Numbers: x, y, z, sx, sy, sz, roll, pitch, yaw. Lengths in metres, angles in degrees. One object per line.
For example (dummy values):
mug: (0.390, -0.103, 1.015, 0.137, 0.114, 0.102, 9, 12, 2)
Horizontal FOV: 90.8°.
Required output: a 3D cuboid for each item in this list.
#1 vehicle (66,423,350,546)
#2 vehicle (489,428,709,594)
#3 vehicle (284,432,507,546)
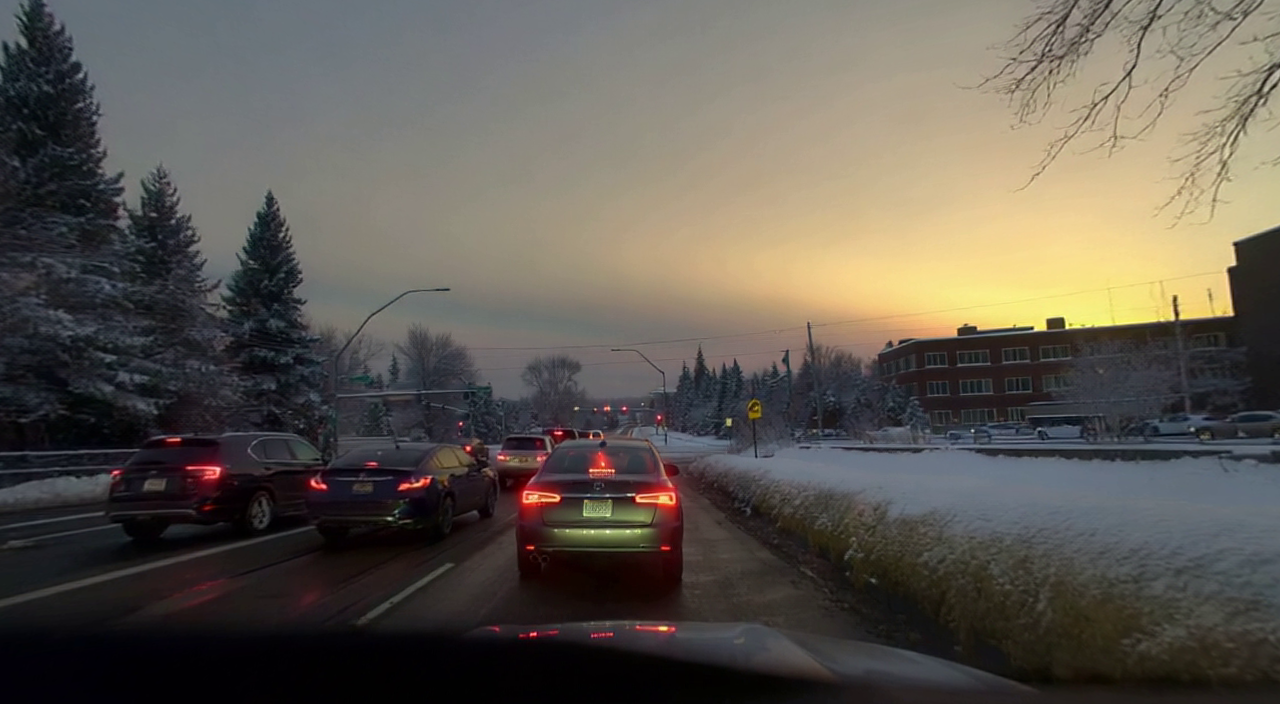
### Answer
vehicle: (-7.340, 2.268, 11.460, 2.068, 1.784, 4.224, 0, -9, 1)
vehicle: (-0.383, 1.804, 8.005, 2.066, 1.544, 3.954, 0, -9, 0)
vehicle: (-3.805, 2.192, 10.875, 1.913, 1.521, 4.539, 0, -9, 1)
